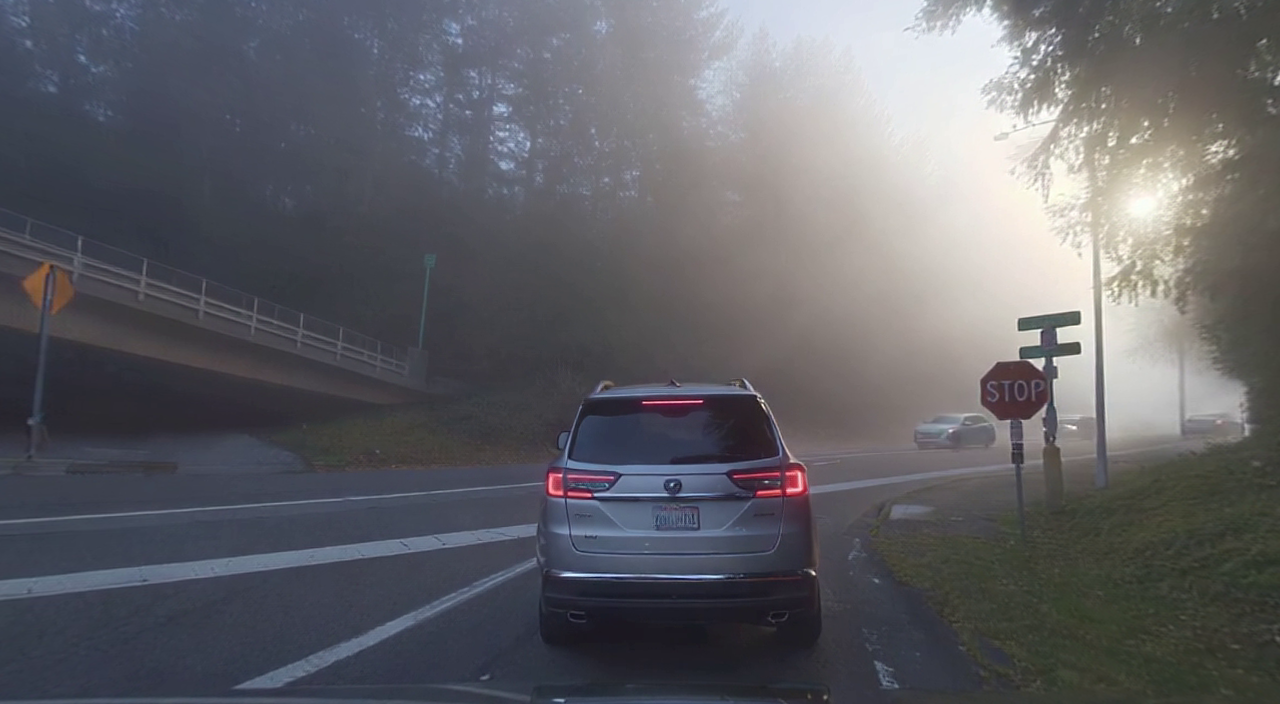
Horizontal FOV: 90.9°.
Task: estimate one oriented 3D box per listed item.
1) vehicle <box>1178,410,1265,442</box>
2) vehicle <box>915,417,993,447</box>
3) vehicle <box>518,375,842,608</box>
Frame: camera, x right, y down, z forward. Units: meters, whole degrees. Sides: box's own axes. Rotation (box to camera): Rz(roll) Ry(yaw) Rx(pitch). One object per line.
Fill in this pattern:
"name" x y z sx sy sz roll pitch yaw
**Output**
"vehicle" 36.097 4.638 39.100 5.166 1.791 2.131 4 -10 -27
"vehicle" 19.366 4.965 38.899 4.557 1.712 1.913 4 -10 -28
"vehicle" 0.313 1.406 7.132 2.494 1.804 4.336 0 -9 0
